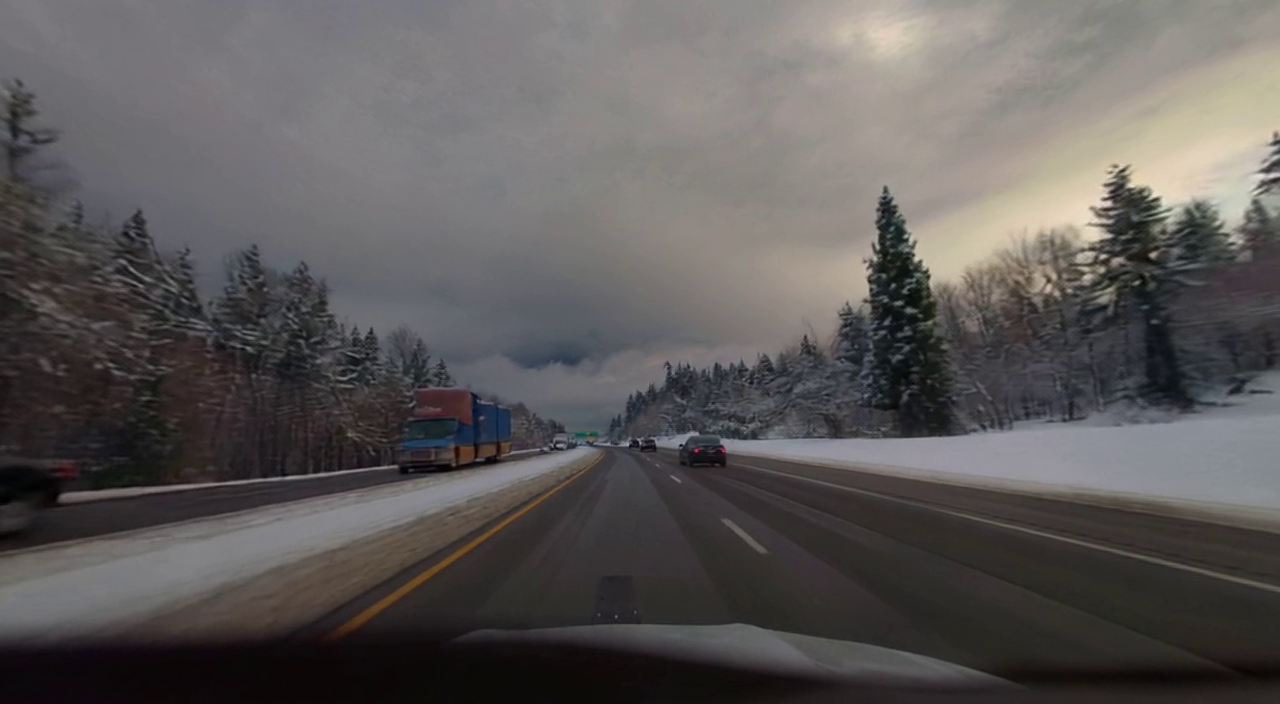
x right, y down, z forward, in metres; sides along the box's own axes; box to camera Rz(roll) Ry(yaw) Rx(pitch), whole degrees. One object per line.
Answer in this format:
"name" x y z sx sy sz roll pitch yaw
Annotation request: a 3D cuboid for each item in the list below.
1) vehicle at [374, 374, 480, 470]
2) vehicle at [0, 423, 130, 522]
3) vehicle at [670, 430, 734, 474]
"vehicle" -9.406 3.236 28.545 3.005 3.886 5.711 0 -8 -3
"vehicle" -11.663 2.199 11.768 1.738 1.644 2.951 0 -8 -2
"vehicle" 2.515 4.162 26.396 2.043 1.673 4.016 0 -8 -3
